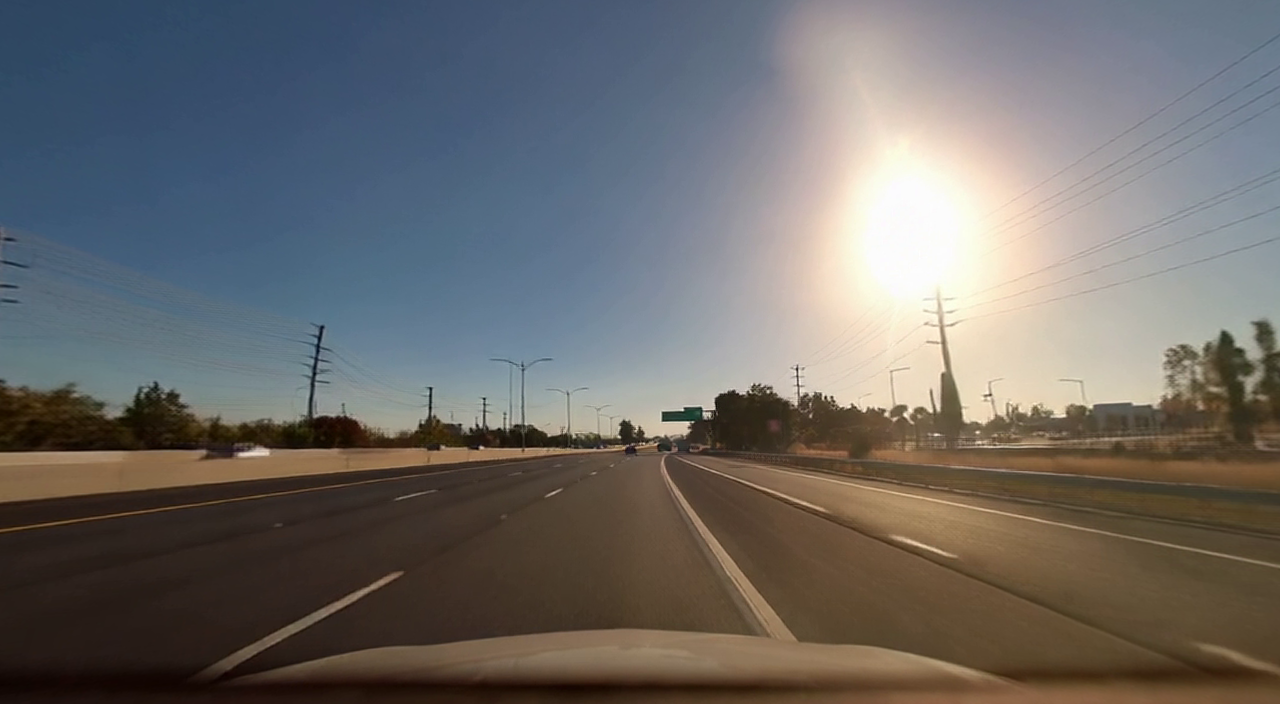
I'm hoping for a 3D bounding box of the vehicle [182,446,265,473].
[{"bbox_3d":[-24.702,6.391,37.707,1.840,1.495,4.444,0,-8,2],"label":"vehicle"}]
